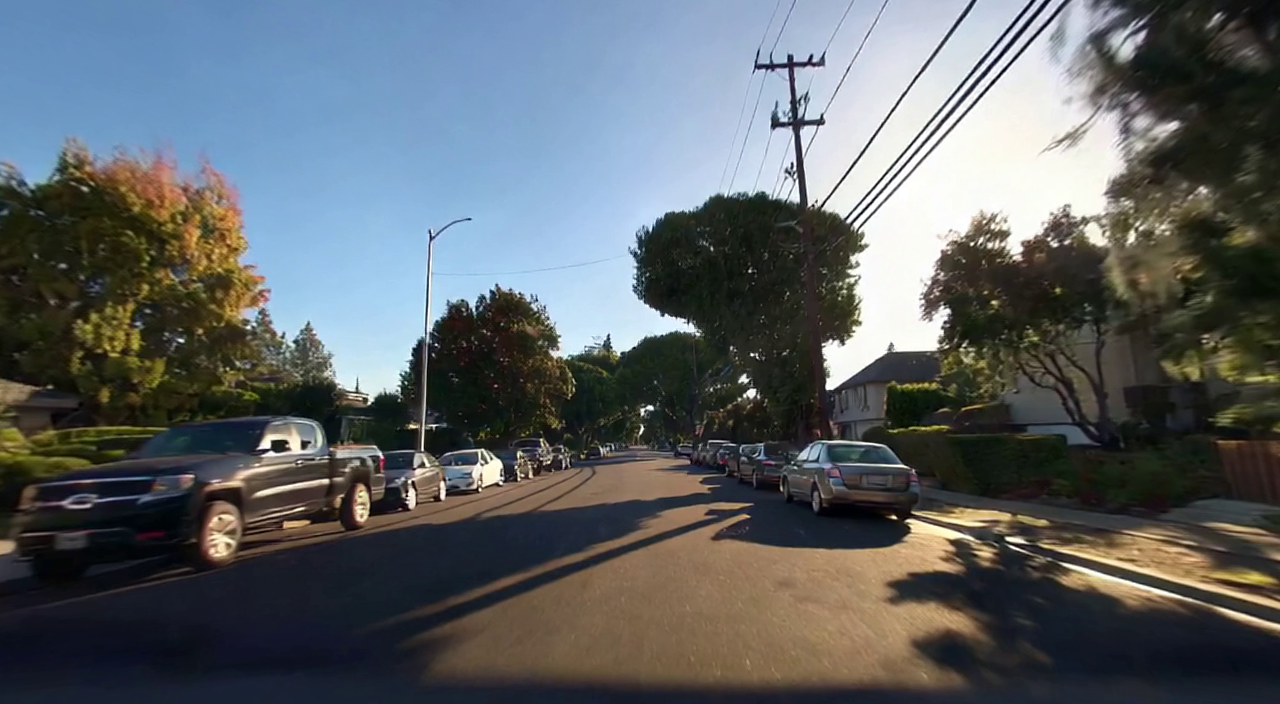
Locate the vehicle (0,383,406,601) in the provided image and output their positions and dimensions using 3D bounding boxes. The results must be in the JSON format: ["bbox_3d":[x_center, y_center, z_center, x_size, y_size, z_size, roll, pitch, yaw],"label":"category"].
[{"bbox_3d":[-5.723,1.756,8.923,2.384,1.992,5.965,-2,-9,2],"label":"vehicle"}]

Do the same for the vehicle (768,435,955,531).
[{"bbox_3d":[4.084,2.472,12.615,1.871,1.522,4.746,0,-8,-2],"label":"vehicle"}]
